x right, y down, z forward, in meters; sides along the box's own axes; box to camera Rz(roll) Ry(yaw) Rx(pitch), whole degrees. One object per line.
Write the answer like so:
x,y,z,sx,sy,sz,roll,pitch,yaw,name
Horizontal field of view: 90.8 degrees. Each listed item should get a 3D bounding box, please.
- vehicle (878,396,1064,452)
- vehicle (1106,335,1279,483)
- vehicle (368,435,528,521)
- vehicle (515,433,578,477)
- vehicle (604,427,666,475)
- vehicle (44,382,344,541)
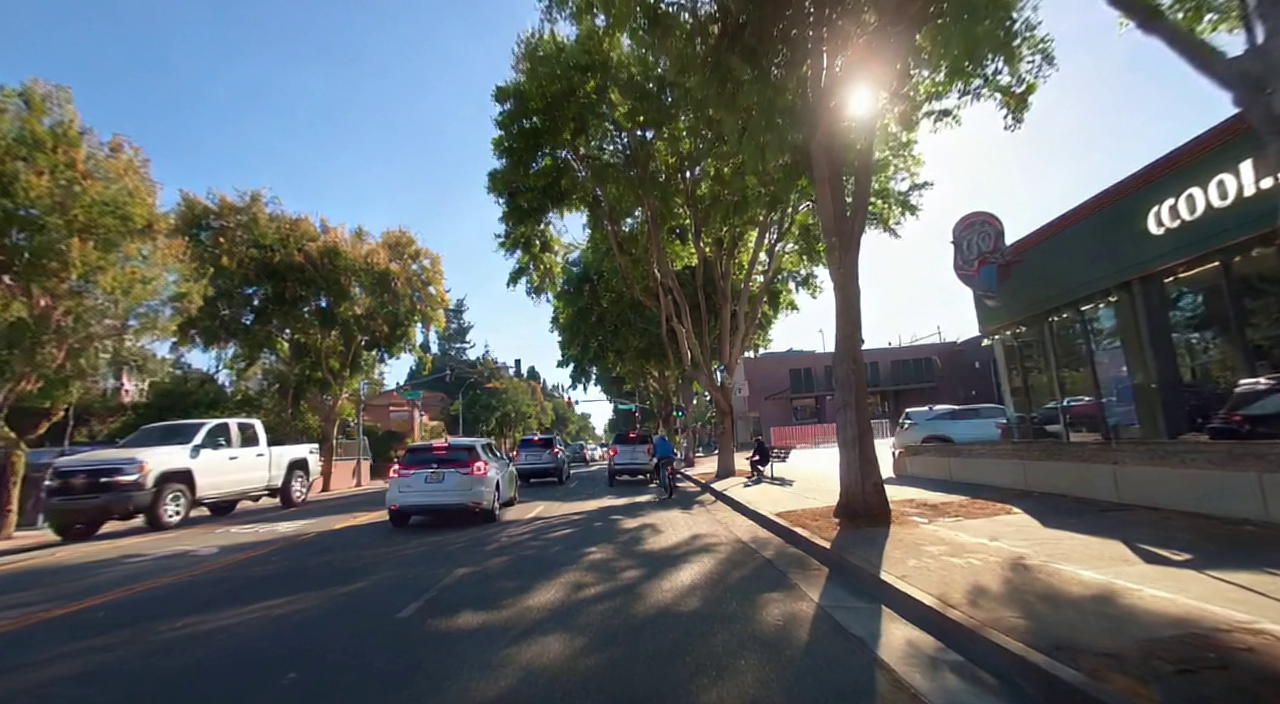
9.095,2.032,17.500,4.159,1.416,2.049,2,-9,-14,vehicle
8.892,0.777,7.891,4.853,1.528,2.039,1,-9,-10,vehicle
-3.712,2.511,13.118,2.064,1.486,4.140,0,-9,-1,vehicle
-3.937,4.419,27.275,2.046,1.750,4.452,0,-9,0,vehicle
-0.282,4.321,27.632,2.426,1.882,5.027,0,-9,-2,vehicle
-13.167,3.342,20.022,3.062,3.442,8.771,-9,-9,0,vehicle
